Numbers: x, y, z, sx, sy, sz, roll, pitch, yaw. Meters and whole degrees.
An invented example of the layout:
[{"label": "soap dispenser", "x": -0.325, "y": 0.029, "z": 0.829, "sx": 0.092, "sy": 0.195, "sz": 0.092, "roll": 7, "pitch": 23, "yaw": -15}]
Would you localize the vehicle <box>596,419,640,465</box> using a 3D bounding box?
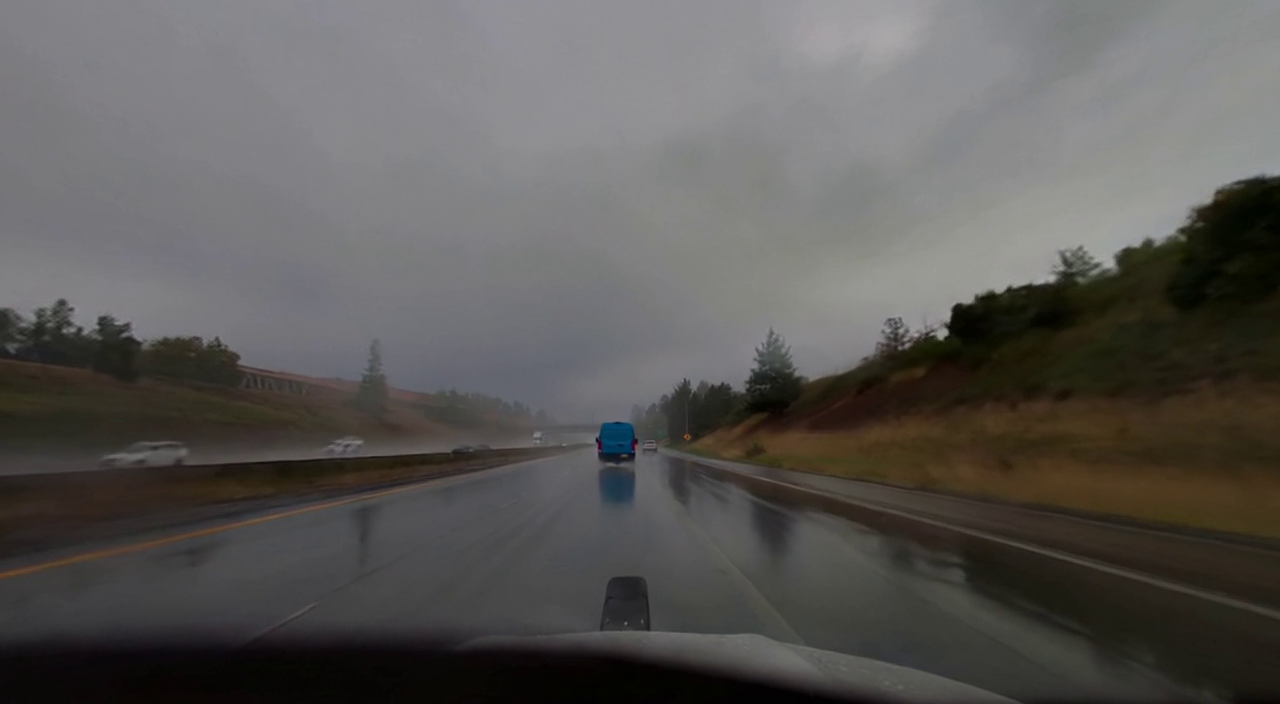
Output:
[{"label": "vehicle", "x": -1.229, "y": 5.256, "z": 36.657, "sx": 2.329, "sy": 2.483, "sz": 5.428, "roll": 0, "pitch": -8, "yaw": -1}]
